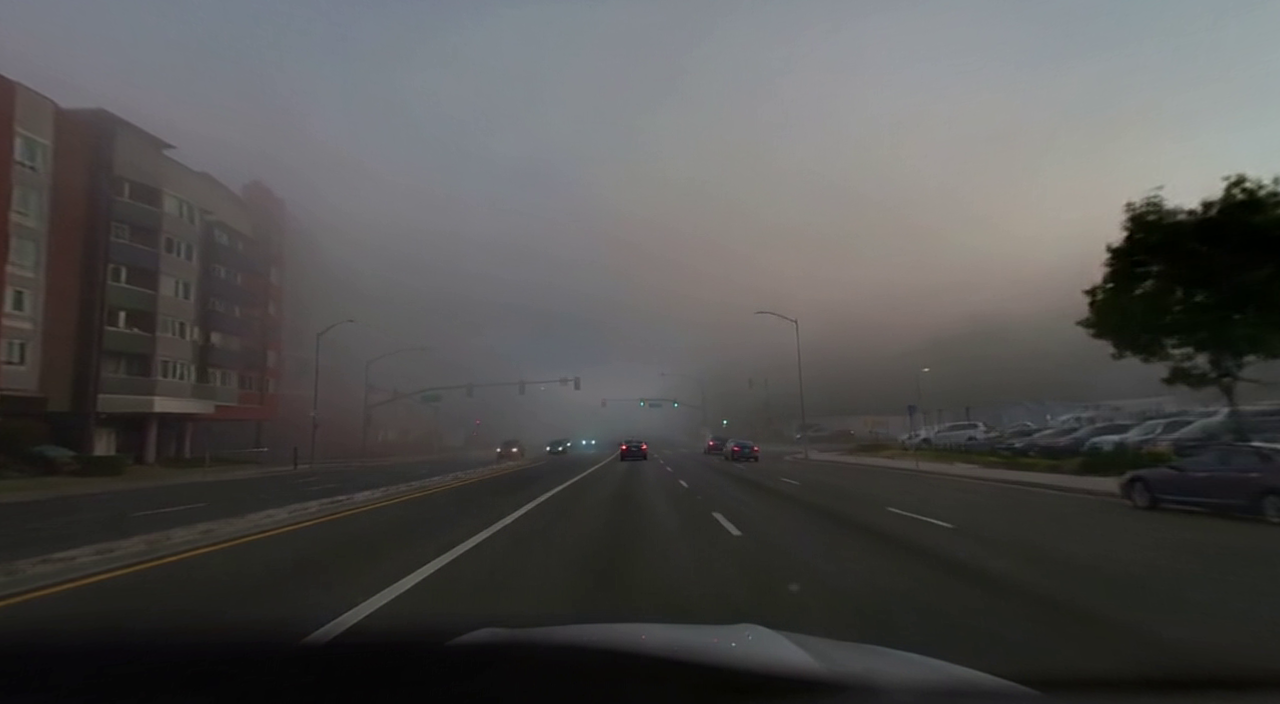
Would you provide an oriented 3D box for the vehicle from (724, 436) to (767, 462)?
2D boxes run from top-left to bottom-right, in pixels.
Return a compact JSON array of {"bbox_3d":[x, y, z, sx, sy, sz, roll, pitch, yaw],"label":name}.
[{"bbox_3d":[6.278,5.828,37.981,1.768,1.417,4.213,0,-9,-2],"label":"vehicle"}]

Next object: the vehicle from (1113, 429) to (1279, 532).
[{"bbox_3d":[10.348,2.045,10.307,1.948,1.489,4.276,0,-9,0],"label":"vehicle"}]

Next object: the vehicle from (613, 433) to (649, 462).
[{"bbox_3d":[-0.504,5.589,36.949,2.032,1.593,3.896,0,-9,0],"label":"vehicle"}]
